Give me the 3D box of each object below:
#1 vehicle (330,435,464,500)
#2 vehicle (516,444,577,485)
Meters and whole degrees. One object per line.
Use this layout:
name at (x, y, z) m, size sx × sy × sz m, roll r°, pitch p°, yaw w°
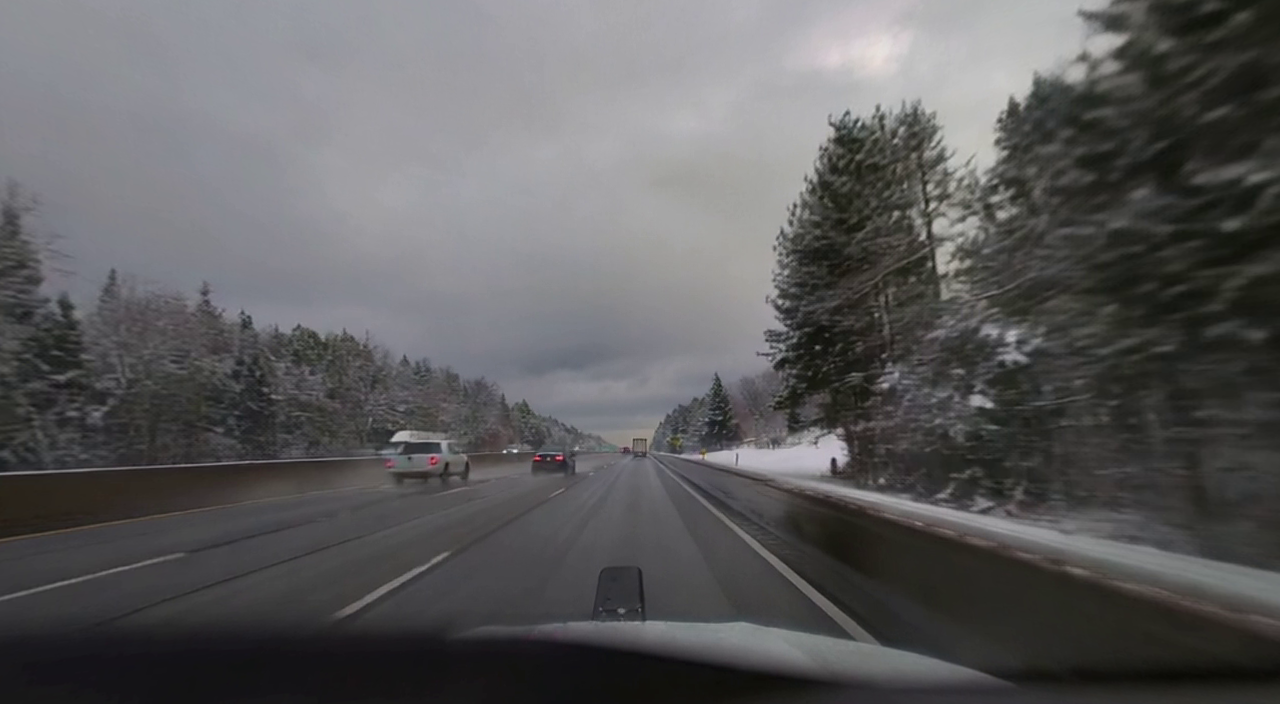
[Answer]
vehicle at (-7.258, 3.502, 19.566) m, size 2.173 × 1.722 × 4.869 m, roll 0°, pitch -9°, yaw 0°
vehicle at (-3.753, 4.565, 25.861) m, size 1.893 × 1.521 × 3.742 m, roll 0°, pitch -9°, yaw 0°
